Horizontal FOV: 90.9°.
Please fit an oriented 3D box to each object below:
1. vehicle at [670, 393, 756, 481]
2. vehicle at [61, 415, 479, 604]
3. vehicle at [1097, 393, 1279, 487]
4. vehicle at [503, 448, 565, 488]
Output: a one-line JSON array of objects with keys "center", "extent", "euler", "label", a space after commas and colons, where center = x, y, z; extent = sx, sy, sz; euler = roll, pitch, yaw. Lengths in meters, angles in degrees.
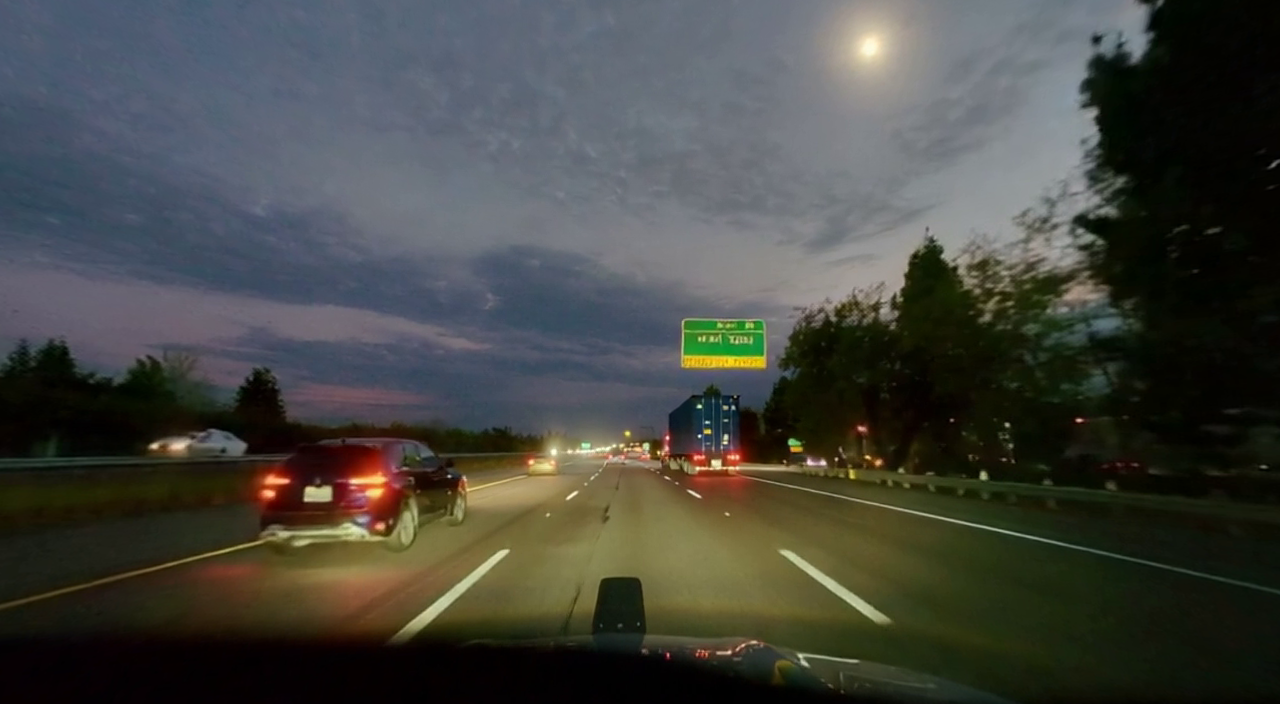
[{"center": [3.683, 4.925, 35.561], "extent": [2.821, 4.046, 12.876], "euler": [0, -9, -2], "label": "vehicle"}, {"center": [-3.954, 1.803, 8.222], "extent": [2.370, 1.647, 5.091], "euler": [0, -9, 0], "label": "vehicle"}, {"center": [28.857, 4.132, 29.409], "extent": [2.986, 4.013, 13.935], "euler": [1, -9, -8], "label": "vehicle"}, {"center": [-4.415, 4.895, 26.880], "extent": [2.063, 1.532, 3.763], "euler": [0, -9, -1], "label": "vehicle"}]
